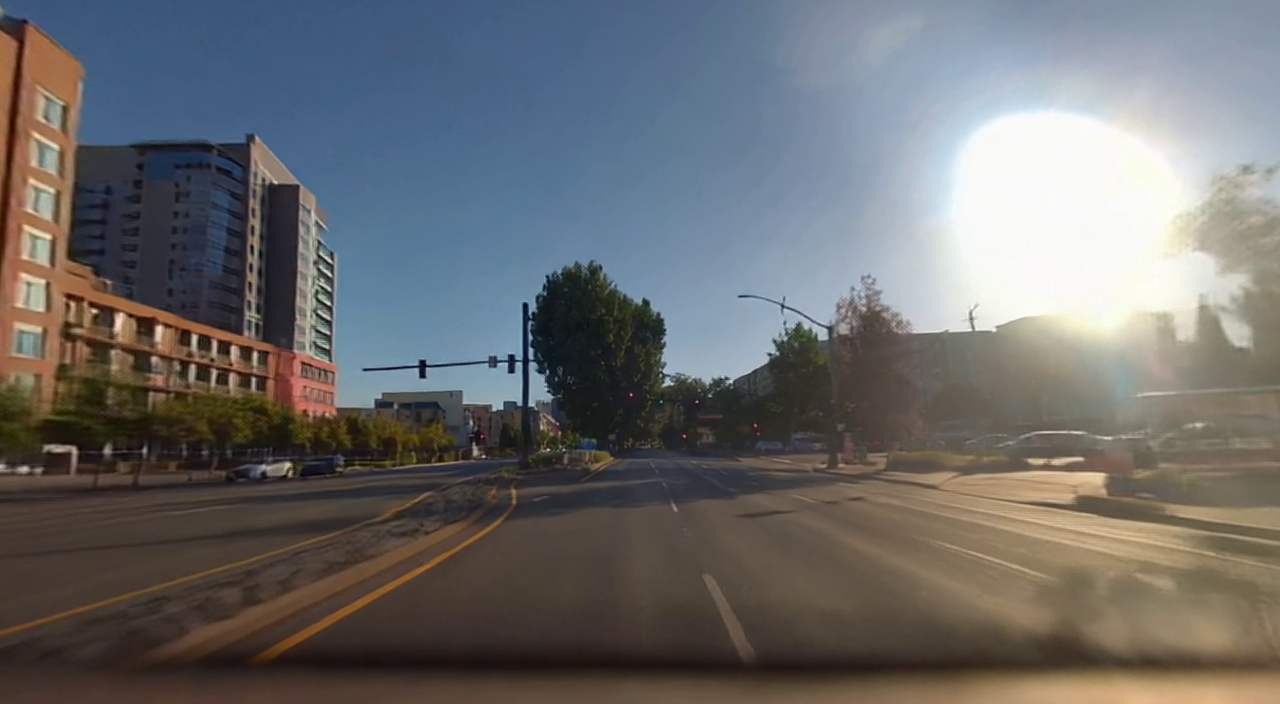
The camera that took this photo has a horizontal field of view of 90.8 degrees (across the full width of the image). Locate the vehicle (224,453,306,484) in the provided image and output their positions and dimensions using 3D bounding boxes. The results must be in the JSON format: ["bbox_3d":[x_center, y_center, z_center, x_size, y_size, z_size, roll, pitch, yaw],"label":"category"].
[{"bbox_3d":[-20.054,6.235,33.966,1.713,1.499,4.040,-1,-9,3],"label":"vehicle"}]

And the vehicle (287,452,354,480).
[{"bbox_3d":[-19.907,7.089,39.607,1.911,1.458,4.547,-1,-7,-1],"label":"vehicle"}]

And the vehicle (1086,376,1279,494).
[{"bbox_3d":[18.041,2.523,19.153,6.639,3.312,2.759,-1,-9,3],"label":"vehicle"}]
